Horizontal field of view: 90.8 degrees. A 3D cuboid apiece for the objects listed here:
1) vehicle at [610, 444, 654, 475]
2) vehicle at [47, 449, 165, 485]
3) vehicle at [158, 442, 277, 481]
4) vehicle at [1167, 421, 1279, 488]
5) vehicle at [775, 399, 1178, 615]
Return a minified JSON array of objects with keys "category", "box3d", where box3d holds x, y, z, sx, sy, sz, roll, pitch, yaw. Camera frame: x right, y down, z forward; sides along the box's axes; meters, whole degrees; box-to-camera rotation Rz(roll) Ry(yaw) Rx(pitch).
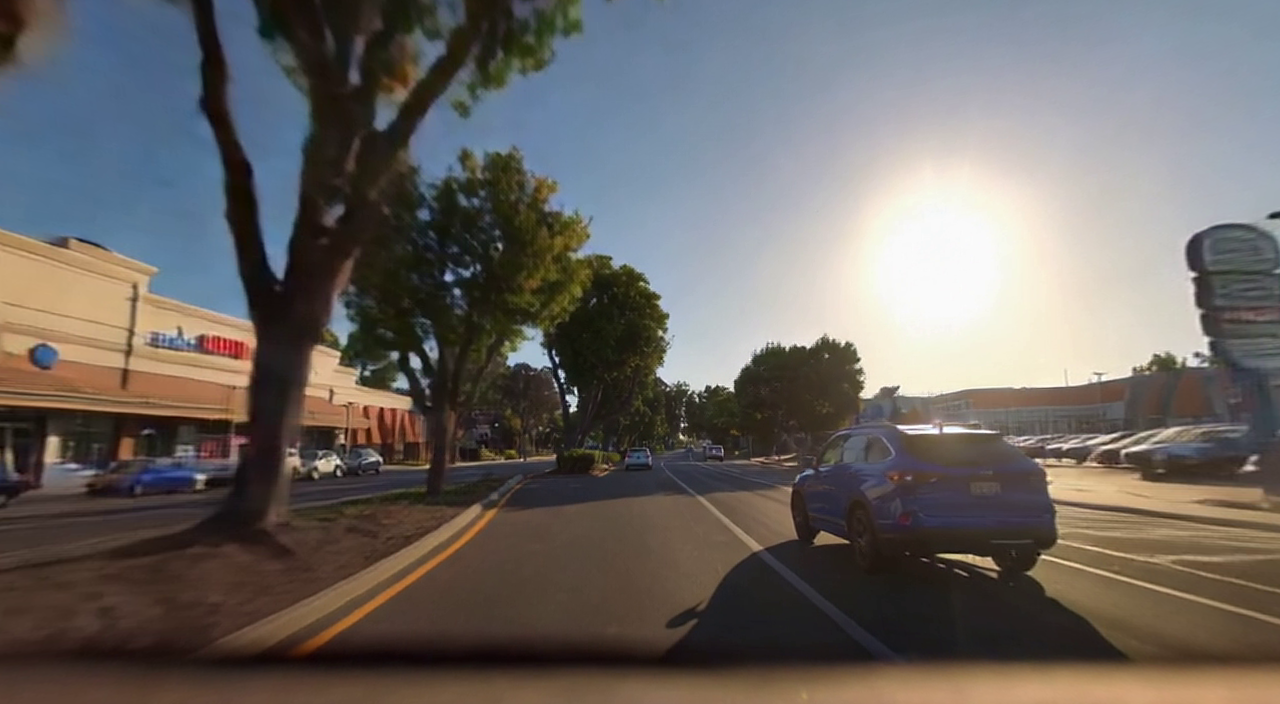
[{"category":"vehicle","box3d":[-0.409,5.488,32.531,2.126,1.475,3.967,0,-9,-1]},{"category":"vehicle","box3d":[-28.757,6.177,34.331,1.942,1.695,5.231,1,-9,-2]},{"category":"vehicle","box3d":[-25.912,6.733,38.925,5.776,1.932,2.226,-4,-9,0]},{"category":"vehicle","box3d":[20.167,3.088,19.630,5.434,1.879,2.270,-3,-9,-1]},{"category":"vehicle","box3d":[3.167,1.557,7.296,2.110,1.698,4.397,0,-9,-2]}]
